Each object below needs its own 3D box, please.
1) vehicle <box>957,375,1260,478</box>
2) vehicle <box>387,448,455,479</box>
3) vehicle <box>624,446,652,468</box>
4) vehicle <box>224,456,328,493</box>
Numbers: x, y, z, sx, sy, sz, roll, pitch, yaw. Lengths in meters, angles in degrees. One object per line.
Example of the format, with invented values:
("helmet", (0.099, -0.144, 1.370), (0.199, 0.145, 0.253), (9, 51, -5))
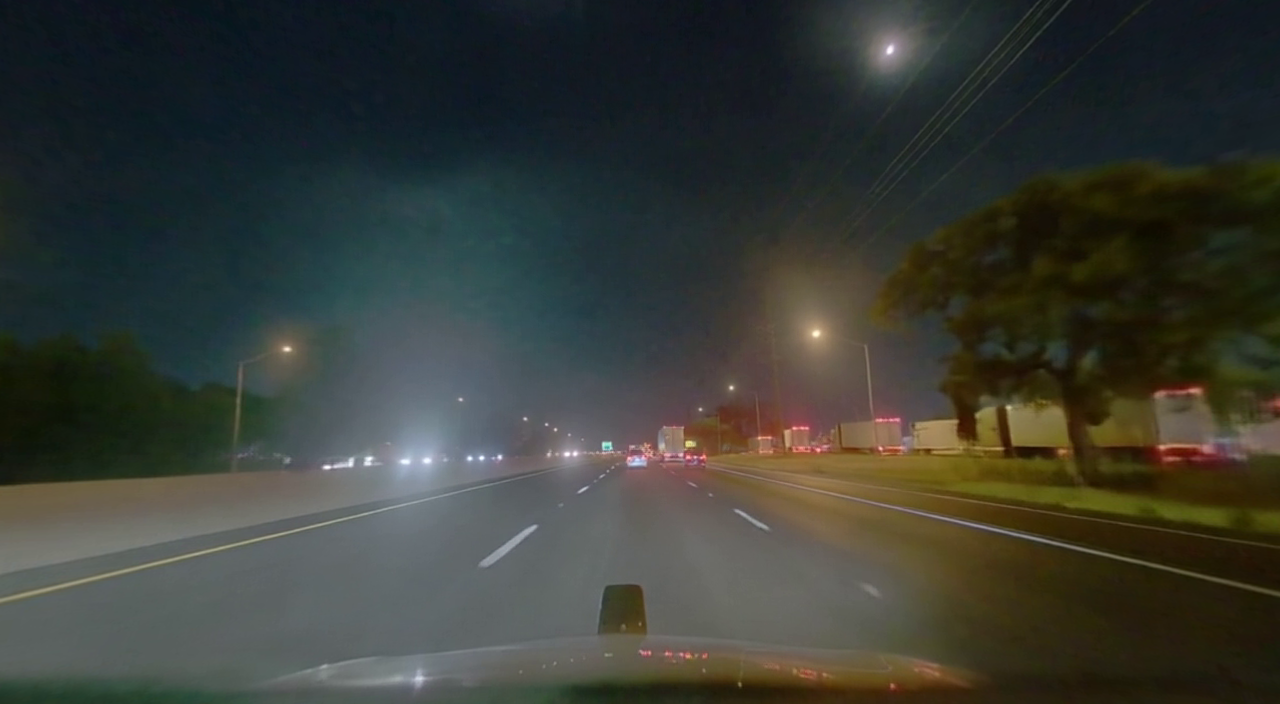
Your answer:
("vehicle", (23.697, 4.399, 34.725), (2.915, 4.218, 17.329), (0, -9, -2))
("vehicle", (-11.728, 6.003, 34.143), (1.950, 1.505, 4.757), (0, -9, 0))
("vehicle", (-0.167, 8.152, 48.869), (2.111, 1.599, 3.859), (0, -9, 0))
("vehicle", (-15.925, 5.336, 27.860), (1.876, 1.435, 4.433), (0, -9, 1))
